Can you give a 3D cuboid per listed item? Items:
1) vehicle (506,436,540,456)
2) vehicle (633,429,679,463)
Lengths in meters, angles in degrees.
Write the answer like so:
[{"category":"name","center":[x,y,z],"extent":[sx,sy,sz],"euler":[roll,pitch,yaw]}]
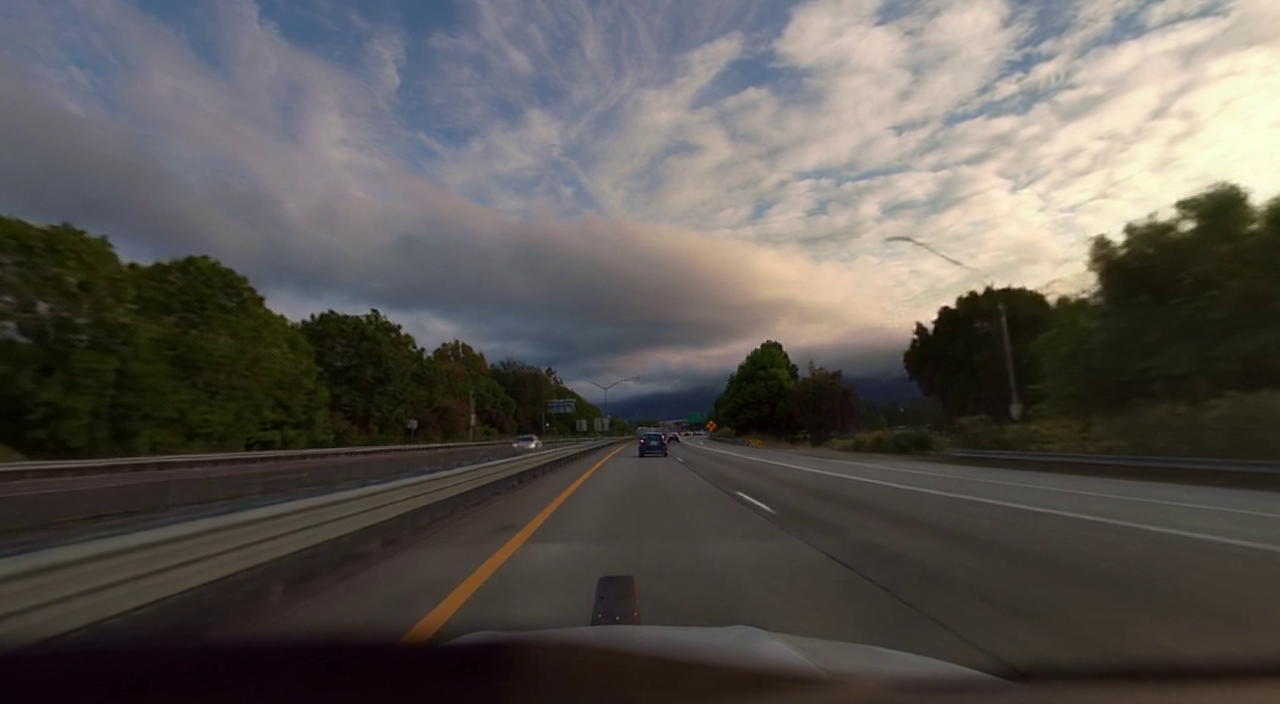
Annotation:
[{"category":"vehicle","center":[-8.721,7.016,47.071],"extent":[1.845,1.478,3.431],"euler":[0,-8,0]},{"category":"vehicle","center":[0.681,4.504,30.328],"extent":[2.046,1.526,3.903],"euler":[0,-8,-1]}]
